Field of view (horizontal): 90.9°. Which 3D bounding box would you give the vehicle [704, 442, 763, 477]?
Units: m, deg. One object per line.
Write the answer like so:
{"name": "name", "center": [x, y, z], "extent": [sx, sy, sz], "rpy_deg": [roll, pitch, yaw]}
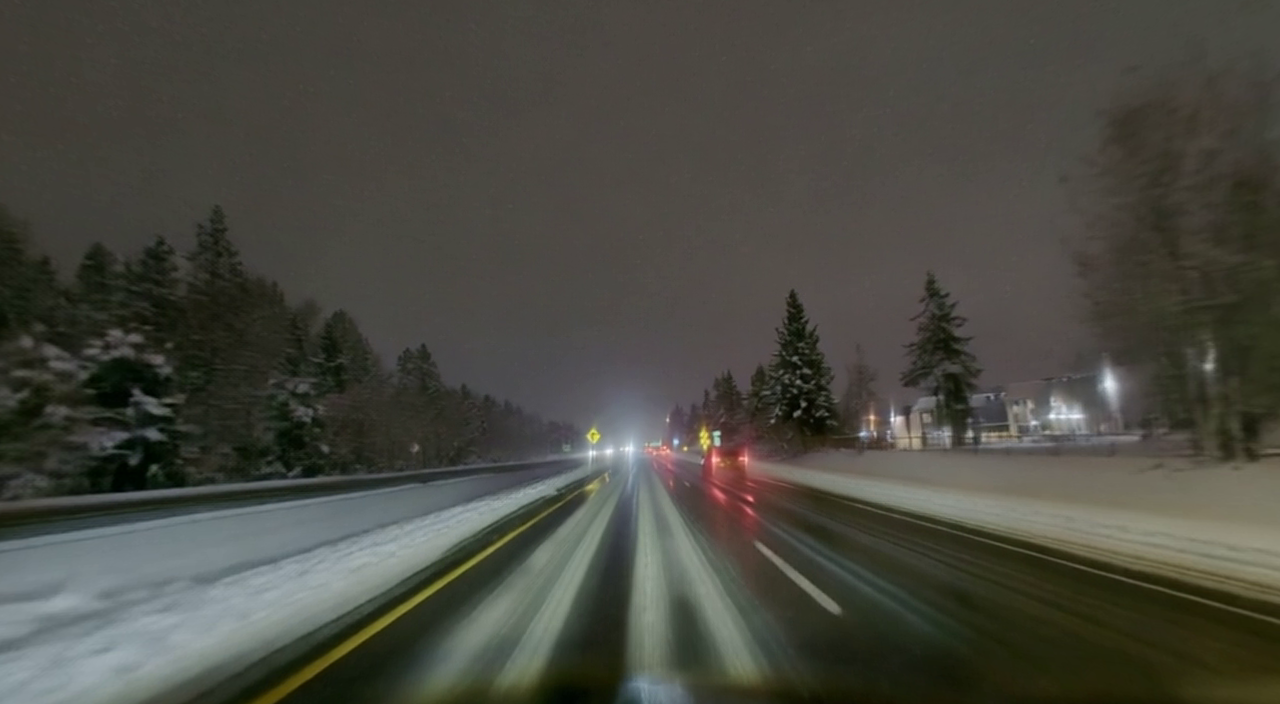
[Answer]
{"name": "vehicle", "center": [4.296, 5.013, 29.718], "extent": [2.042, 1.518, 4.477], "rpy_deg": [0, -9, -1]}
